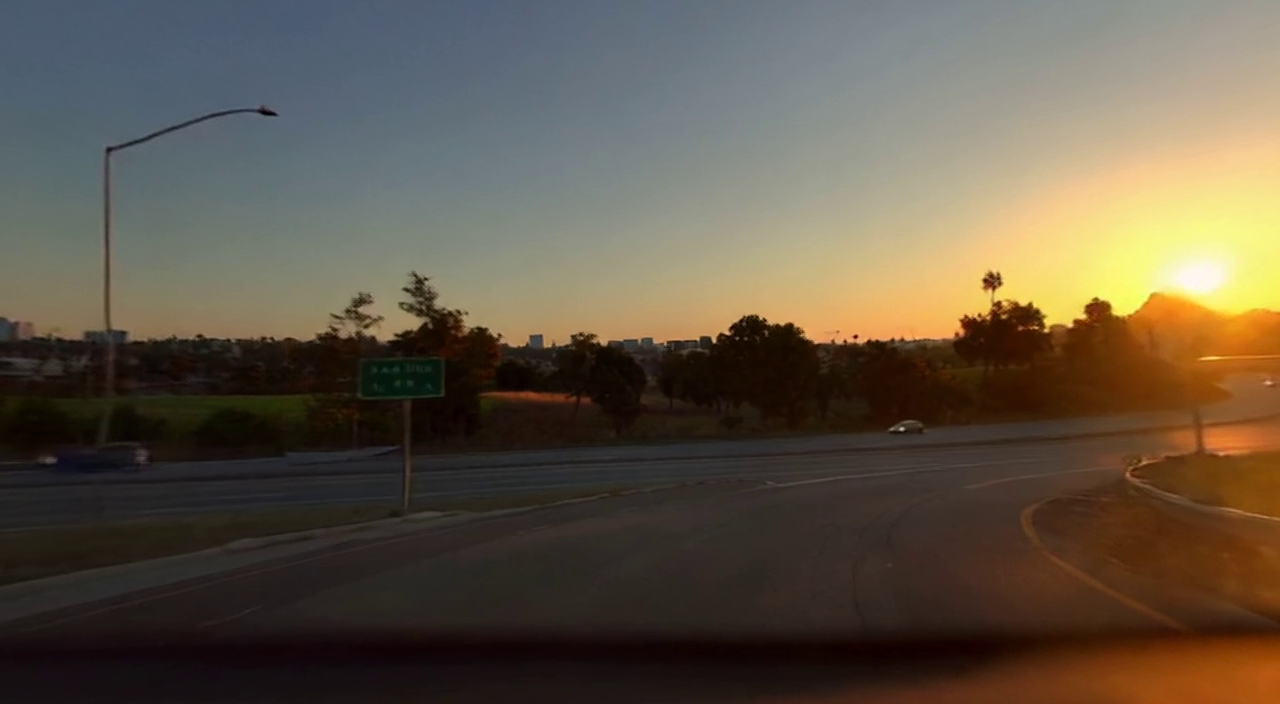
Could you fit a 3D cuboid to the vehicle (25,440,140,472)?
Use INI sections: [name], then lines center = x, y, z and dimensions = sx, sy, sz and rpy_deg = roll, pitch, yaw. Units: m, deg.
[vehicle]
center = -26.564, 4.963, 30.221
dimensions = 3.706, 1.442, 1.743
rpy_deg = 4, -10, -29
